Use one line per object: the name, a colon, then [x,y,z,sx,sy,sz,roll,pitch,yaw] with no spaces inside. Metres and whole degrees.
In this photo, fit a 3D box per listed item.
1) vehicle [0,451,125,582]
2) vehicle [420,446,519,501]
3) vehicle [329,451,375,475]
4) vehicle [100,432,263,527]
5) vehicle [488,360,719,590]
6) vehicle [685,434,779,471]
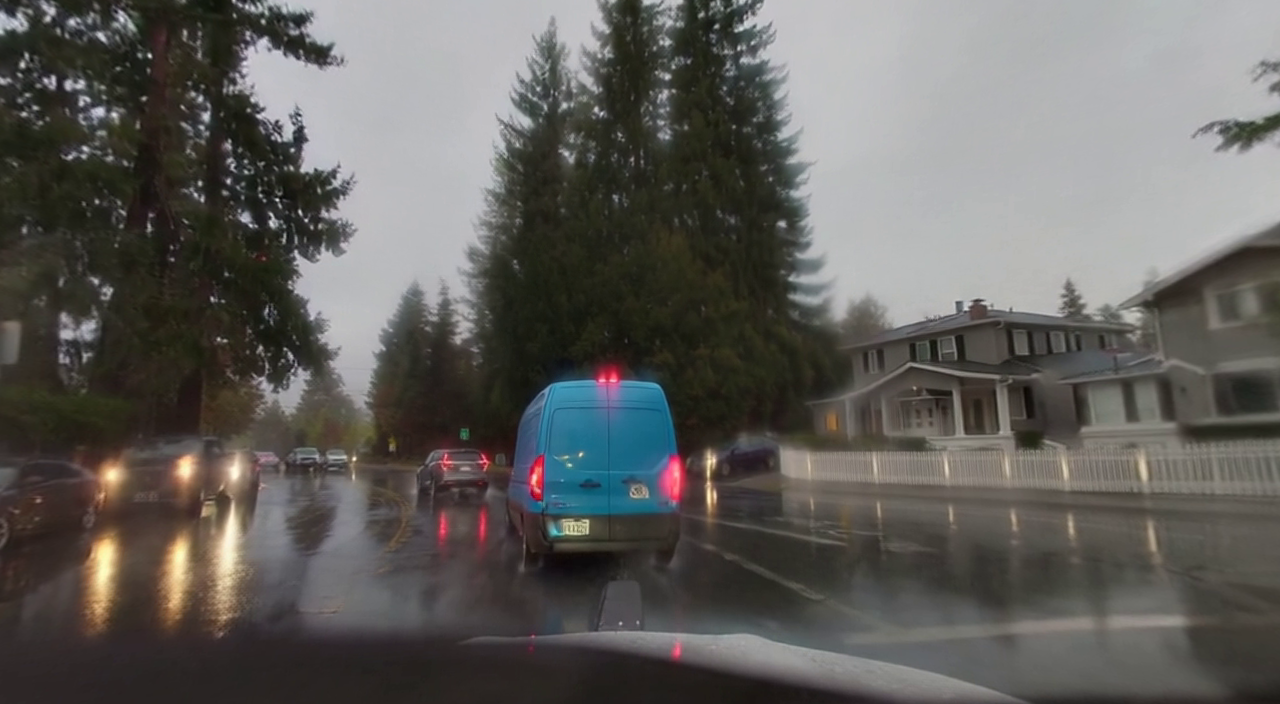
vehicle: [-8.200,1.851,7.001,1.952,1.461,4.377,2,-9,-12]
vehicle: [-5.279,3.579,19.159,2.008,1.445,4.386,4,-10,-27]
vehicle: [-19.084,7.276,41.713,1.911,1.493,4.291,6,-10,-35]
vehicle: [-10.953,2.987,15.623,2.228,1.871,5.492,4,-10,-26]
vehicle: [-0.866,1.518,8.517,2.213,2.124,4.809,2,-9,-14]
vehicle: [4.709,5.099,32.132,4.559,1.754,1.985,6,-10,-35]
